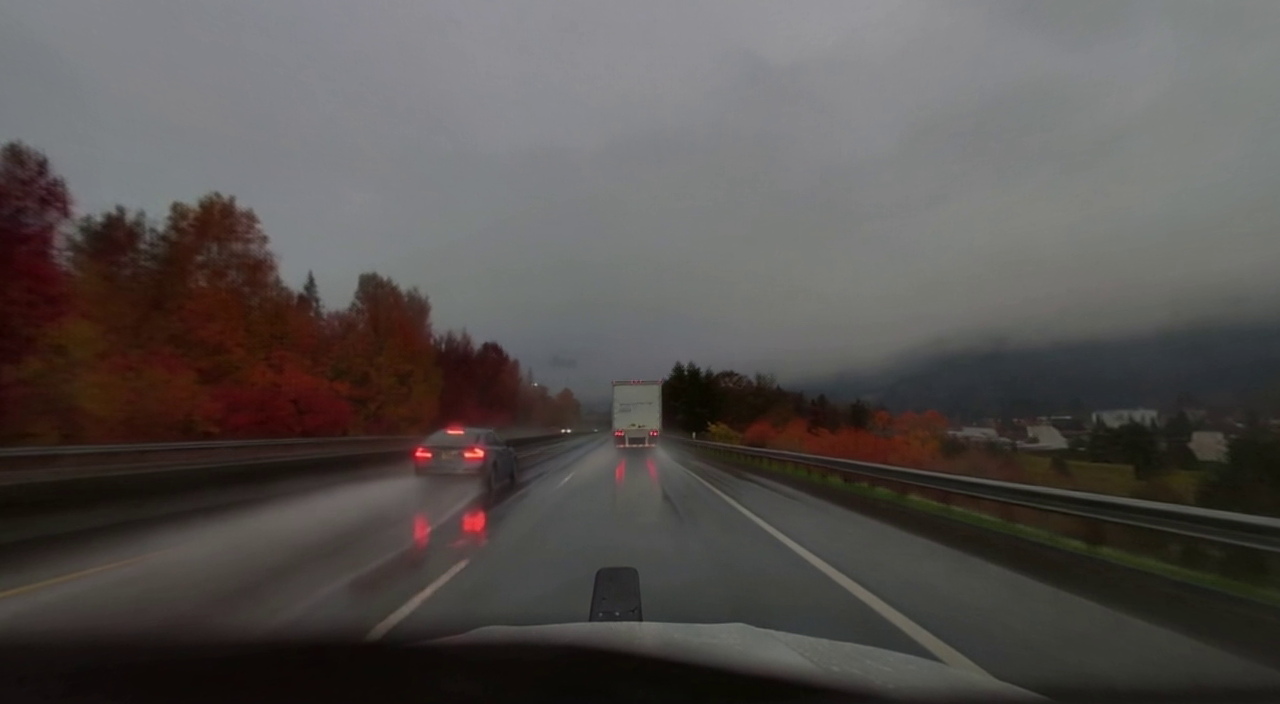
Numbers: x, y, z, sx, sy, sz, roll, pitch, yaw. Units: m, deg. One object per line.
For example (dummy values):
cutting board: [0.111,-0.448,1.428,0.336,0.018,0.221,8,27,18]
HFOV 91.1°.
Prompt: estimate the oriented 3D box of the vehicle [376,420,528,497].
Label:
vehicle: [-4.080,2.388,14.541,2.217,1.495,4.245,0,-8,0]

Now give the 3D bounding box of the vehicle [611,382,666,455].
vehicle: [-0.287,4.393,40.219,3.013,4.016,11.496,0,-8,-2]
